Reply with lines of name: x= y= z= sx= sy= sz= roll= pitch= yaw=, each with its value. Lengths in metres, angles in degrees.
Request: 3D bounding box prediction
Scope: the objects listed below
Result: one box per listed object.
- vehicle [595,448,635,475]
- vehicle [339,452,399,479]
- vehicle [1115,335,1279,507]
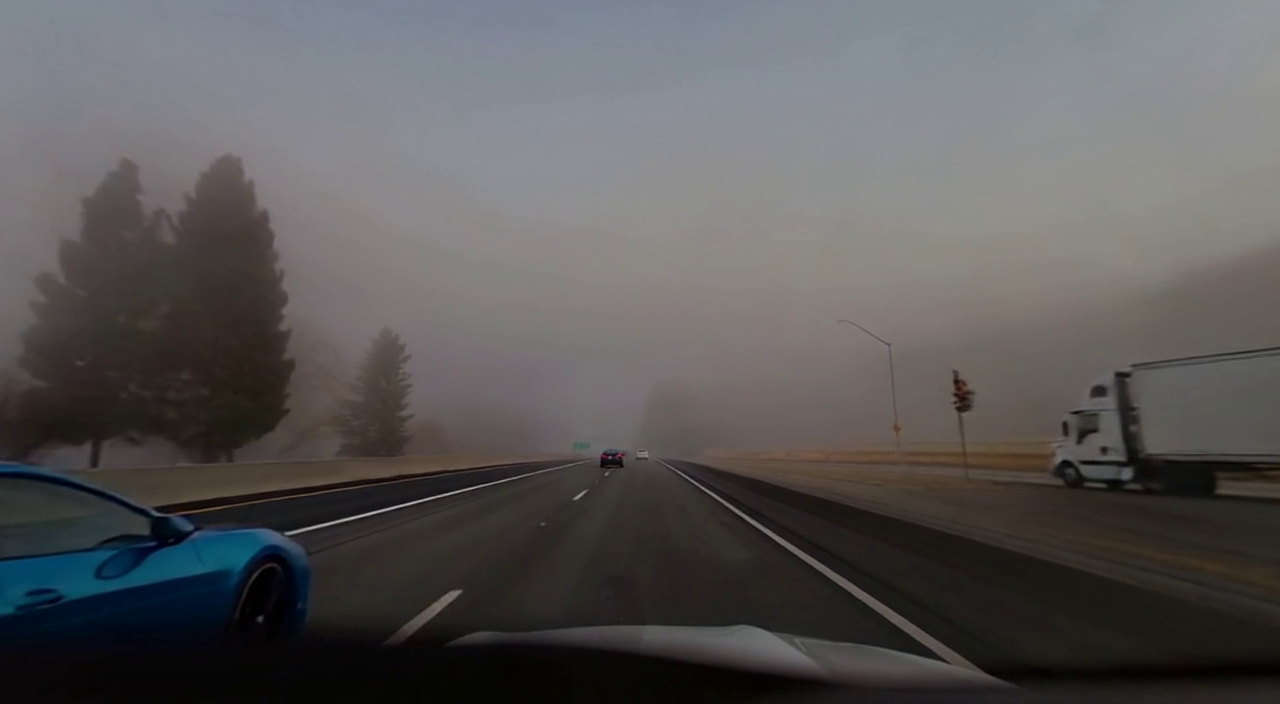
vehicle: x=-1.423 y=6.519 z=37.803 sx=2.170 sy=1.451 sz=4.584 roll=0 pitch=-9 yaw=1
vehicle: x=-16.513 y=6.907 z=38.595 sx=1.859 sy=1.478 sz=3.995 roll=0 pitch=-9 yaw=0
vehicle: x=17.734 y=1.139 z=12.483 sx=2.859 sy=4.163 sz=14.784 roll=-2 pitch=-8 yaw=-11
